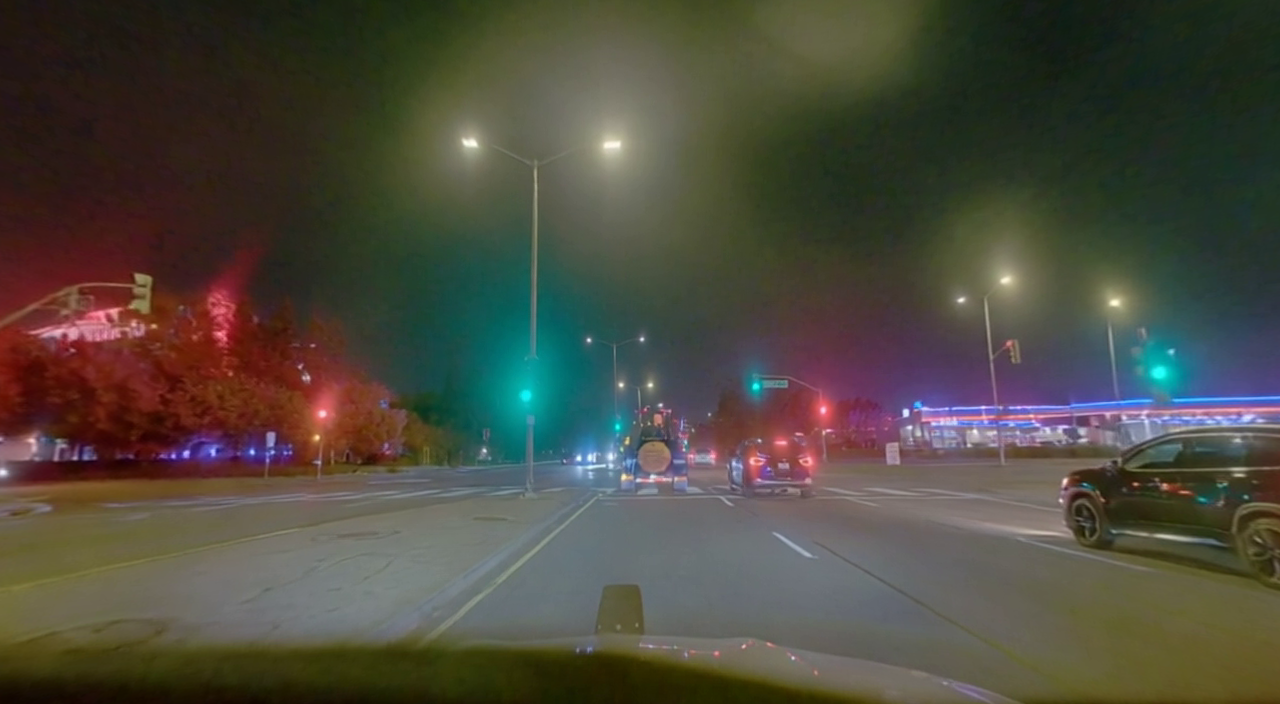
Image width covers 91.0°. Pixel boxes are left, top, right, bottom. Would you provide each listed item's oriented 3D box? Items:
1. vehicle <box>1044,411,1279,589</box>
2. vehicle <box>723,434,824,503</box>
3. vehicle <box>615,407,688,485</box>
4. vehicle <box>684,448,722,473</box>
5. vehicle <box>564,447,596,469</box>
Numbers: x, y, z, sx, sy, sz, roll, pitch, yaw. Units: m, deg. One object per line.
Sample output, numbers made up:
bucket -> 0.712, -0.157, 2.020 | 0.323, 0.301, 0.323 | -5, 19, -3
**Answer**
vehicle -> 7.173, 1.619, 7.327 | 1.982, 1.698, 4.408 | 0, -9, 0
vehicle -> 3.738, 3.328, 18.457 | 2.025, 1.754, 4.311 | 0, -9, 0
vehicle -> 0.409, 3.399, 22.914 | 2.370, 2.518, 3.858 | -1, -8, 1
vehicle -> 4.006, 6.943, 40.536 | 1.967, 1.515, 4.378 | 0, -9, -1
vehicle -> -4.347, 7.705, 46.104 | 2.001, 1.518, 4.316 | 0, -9, -1
